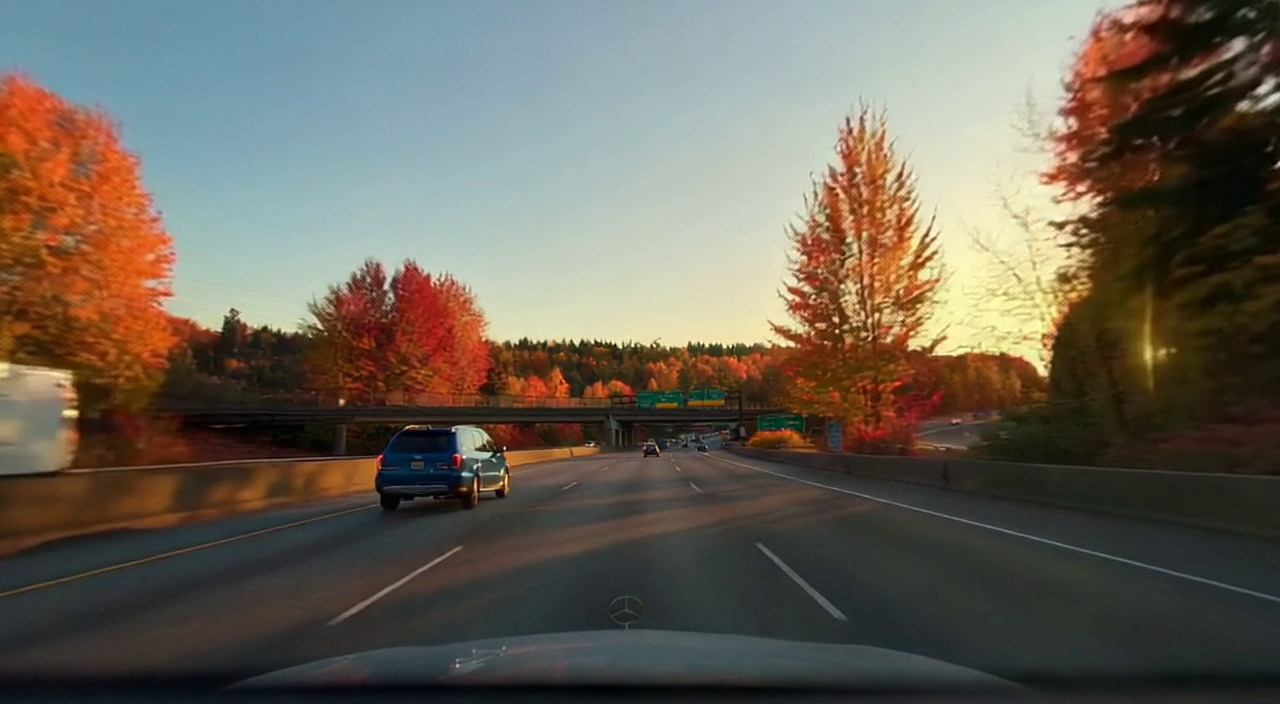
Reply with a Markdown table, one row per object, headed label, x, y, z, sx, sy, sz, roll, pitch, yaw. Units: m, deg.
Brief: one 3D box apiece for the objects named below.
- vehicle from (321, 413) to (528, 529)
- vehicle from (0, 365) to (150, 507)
| label | x | y | z | sx | sy | sz | roll | pitch | yaw |
| --- | --- | --- | --- | --- | --- | --- | --- | --- | --- |
| vehicle | -3.608 | 2.102 | 11.645 | 2.177 | 1.707 | 4.432 | 0 | -8 | 1 |
| vehicle | -20.006 | 2.178 | 16.399 | 2.955 | 4.073 | 13.911 | 0 | -8 | 2 |
